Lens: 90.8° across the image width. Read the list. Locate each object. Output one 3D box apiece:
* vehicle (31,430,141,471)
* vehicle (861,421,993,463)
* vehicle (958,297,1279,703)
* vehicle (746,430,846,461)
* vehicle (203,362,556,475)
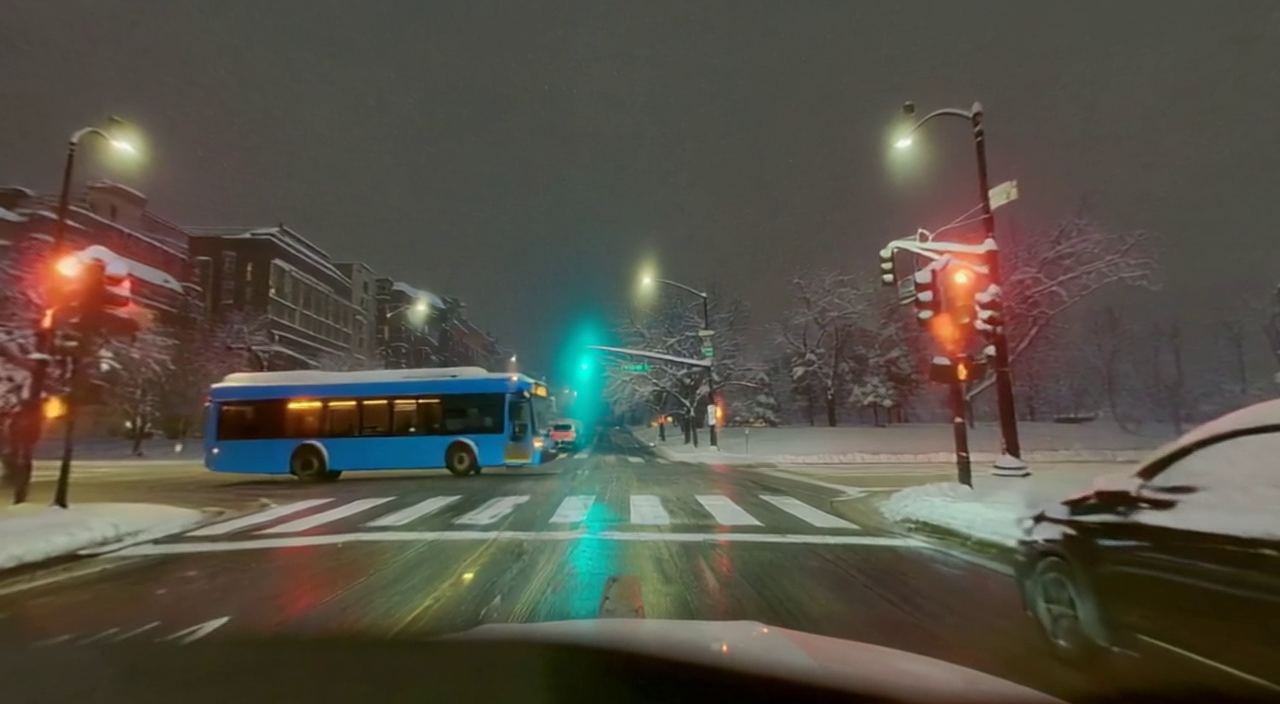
[{"bbox_3d":[-28.246,4.992,32.246,4.145,1.585,1.727,-5,-3,2],"label":"vehicle"},{"bbox_3d":[14.055,4.464,31.203,5.450,1.844,2.011,-2,-9,2],"label":"vehicle"},{"bbox_3d":[3.530,0.774,2.582,2.052,1.929,4.747,-1,-8,2],"label":"vehicle"},{"bbox_3d":[7.670,4.642,31.377,4.451,1.422,1.744,0,-8,0],"label":"vehicle"},{"bbox_3d":[-8.413,2.307,21.448,10.621,3.479,3.025,-1,-8,2],"label":"vehicle"}]
